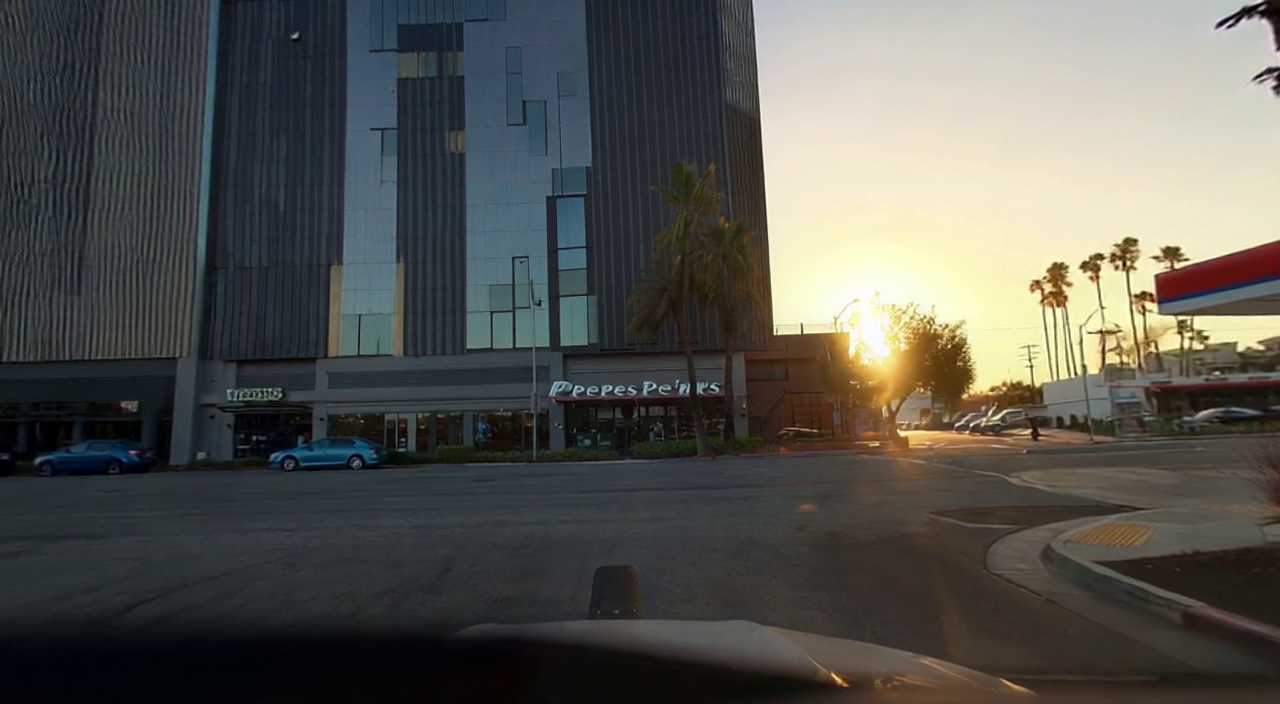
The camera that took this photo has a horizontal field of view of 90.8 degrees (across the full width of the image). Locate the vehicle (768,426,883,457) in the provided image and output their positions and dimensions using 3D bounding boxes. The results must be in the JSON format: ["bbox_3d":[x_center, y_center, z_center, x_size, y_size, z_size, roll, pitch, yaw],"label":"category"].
[{"bbox_3d":[8.621,4.201,29.586,4.782,1.371,1.763,1,-9,-6],"label":"vehicle"}]

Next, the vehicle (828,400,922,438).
[{"bbox_3d":[16.075,4.614,43.416,5.524,2.504,2.196,0,-9,-3],"label":"vehicle"}]

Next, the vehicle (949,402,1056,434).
[{"bbox_3d":[28.569,5.238,49.983,7.026,2.329,2.545,1,-6,-4],"label":"vehicle"}]

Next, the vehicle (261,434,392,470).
[{"bbox_3d":[-13.941,4.466,28.259,4.857,1.497,1.811,0,-9,2],"label":"vehicle"}]

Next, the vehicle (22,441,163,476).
[{"bbox_3d":[-23.622,4.600,27.399,4.321,1.430,1.775,0,-9,-2],"label":"vehicle"}]
